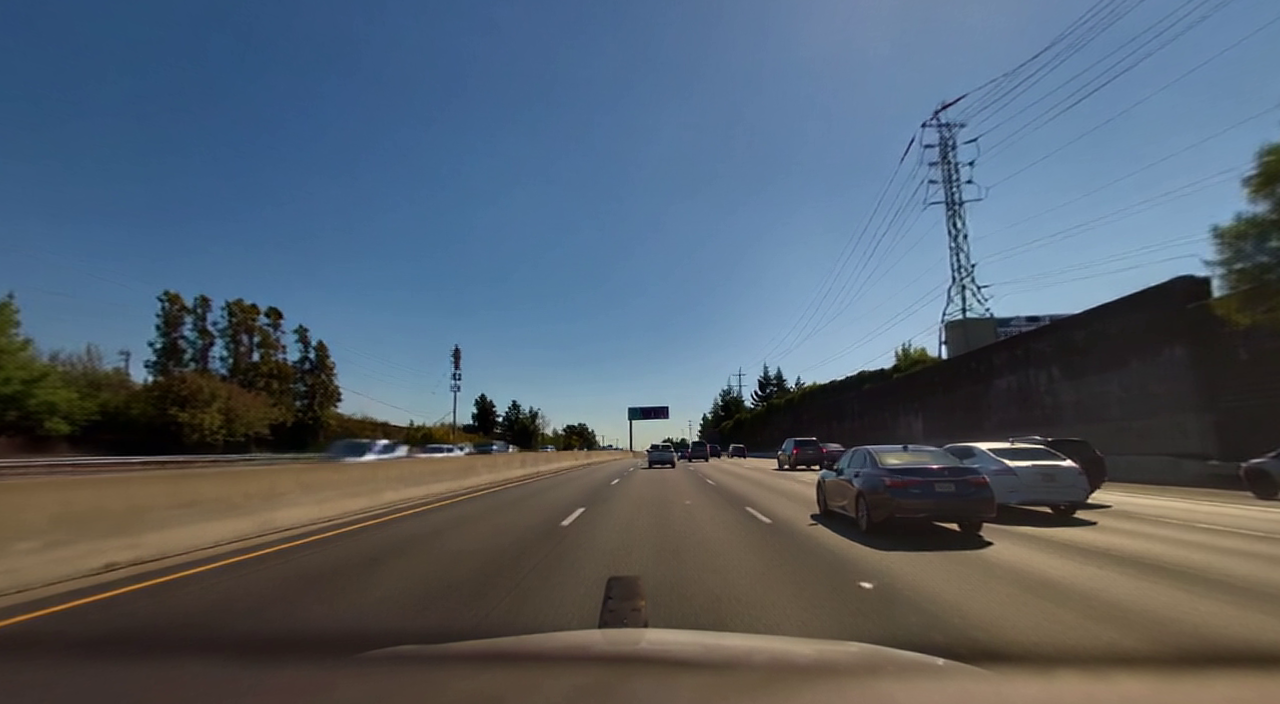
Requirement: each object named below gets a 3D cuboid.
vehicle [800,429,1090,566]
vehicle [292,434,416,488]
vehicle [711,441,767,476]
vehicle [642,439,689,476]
[{"bbox_3d":[3.913,1.919,9.172,1.986,1.478,4.429,0,-8,0],"label":"vehicle"},{"bbox_3d":[-9.655,3.687,21.756,2.035,1.654,4.342,-1,-8,3],"label":"vehicle"},{"bbox_3d":[4.440,4.839,28.853,1.936,1.465,4.060,0,-8,1],"label":"vehicle"},{"bbox_3d":[1.148,4.859,29.229,2.042,1.581,3.769,0,-8,2],"label":"vehicle"}]
